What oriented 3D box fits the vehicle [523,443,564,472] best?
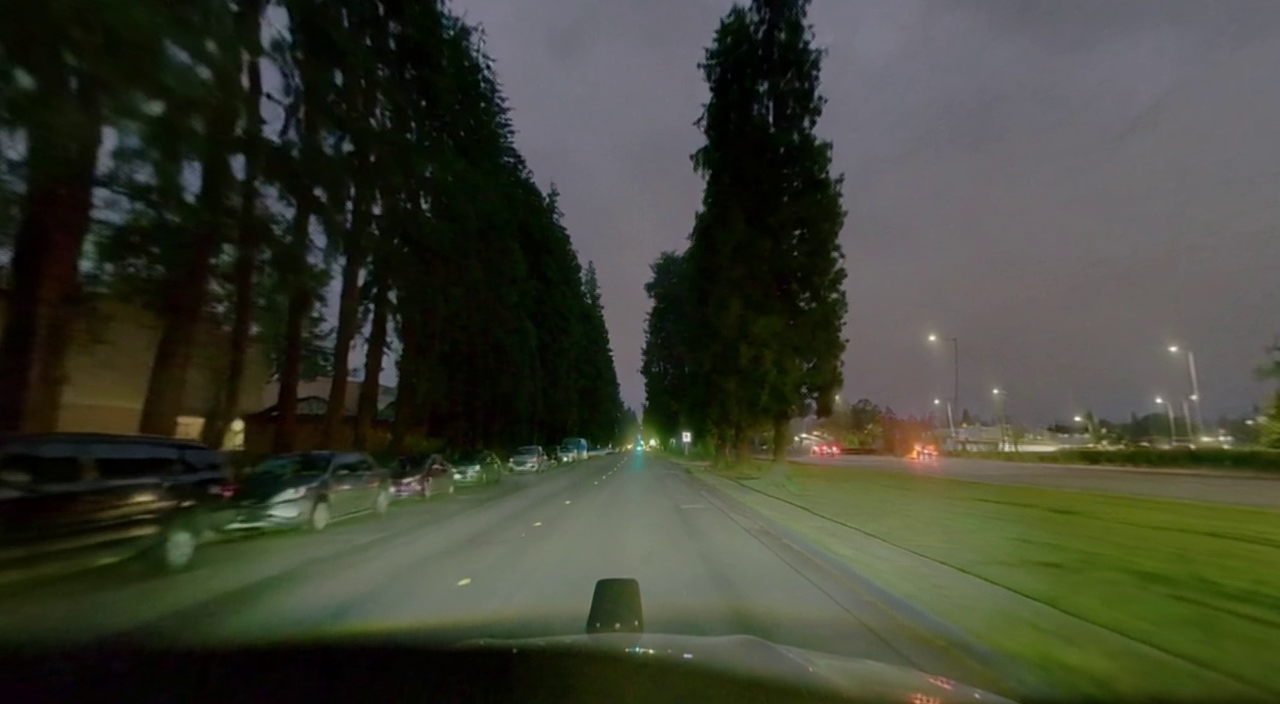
[{"bbox_3d":[-6.744,7.461,44.578,2.249,1.884,4.784,2,-9,-2],"label":"vehicle"}]

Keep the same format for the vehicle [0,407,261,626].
[{"bbox_3d":[-6.441,1.524,6.277,2.020,1.842,5.116,1,-9,1],"label":"vehicle"}]

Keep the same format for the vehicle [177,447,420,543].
[{"bbox_3d":[-6.490,2.723,12.895,2.074,1.502,5.098,0,-8,1],"label":"vehicle"}]

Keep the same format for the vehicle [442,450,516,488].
[{"bbox_3d":[-6.813,4.976,27.091,2.056,1.477,4.318,0,-9,-1],"label":"vehicle"}]
